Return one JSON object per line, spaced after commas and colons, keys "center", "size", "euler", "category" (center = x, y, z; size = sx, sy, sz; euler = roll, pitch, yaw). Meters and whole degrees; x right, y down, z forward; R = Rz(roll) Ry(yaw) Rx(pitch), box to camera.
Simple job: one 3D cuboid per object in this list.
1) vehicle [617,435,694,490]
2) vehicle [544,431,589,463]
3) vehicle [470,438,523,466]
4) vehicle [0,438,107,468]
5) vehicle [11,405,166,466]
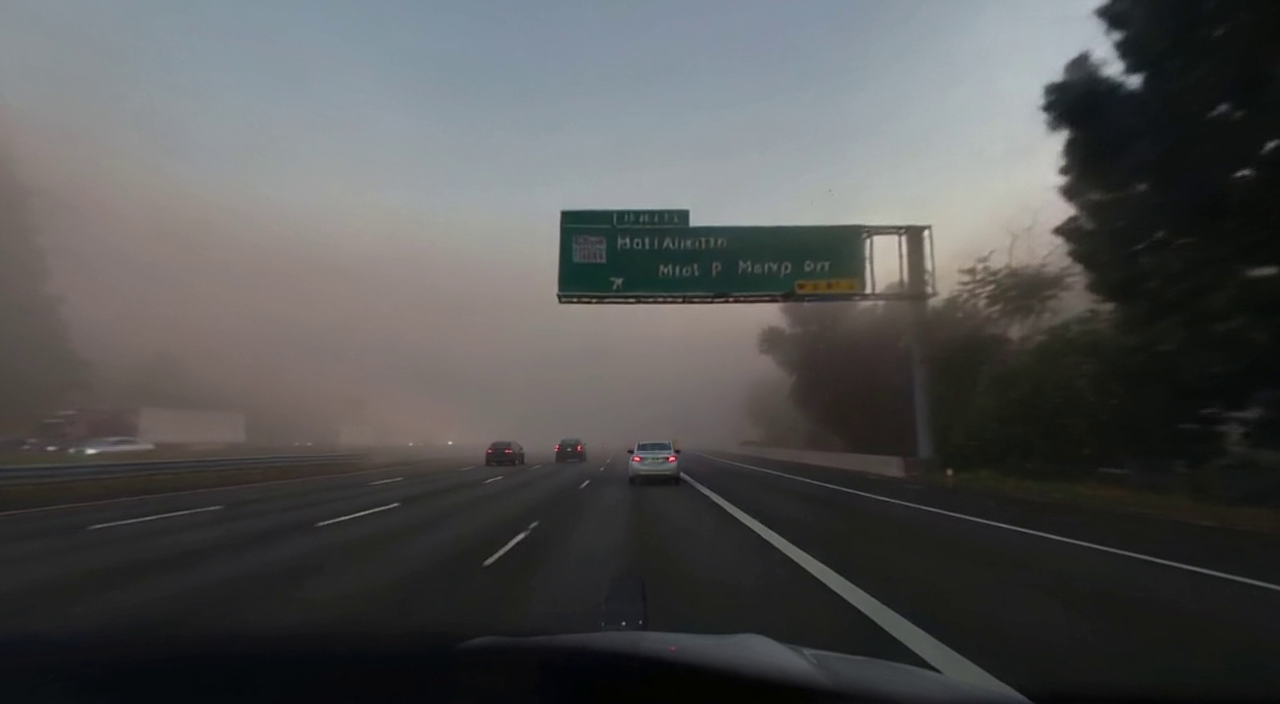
{"center": [0.380, 3.283, 19.169], "size": [2.082, 1.482, 4.126], "euler": [0, -8, -2], "category": "vehicle"}
{"center": [-4.296, 5.678, 37.646], "size": [2.289, 1.777, 4.534], "euler": [0, -8, -2], "category": "vehicle"}
{"center": [-7.975, 5.612, 35.549], "size": [1.974, 1.464, 4.733], "euler": [0, -8, -1], "category": "vehicle"}
{"center": [-32.390, 5.579, 35.036], "size": [1.923, 1.514, 4.299], "euler": [1, -8, -3], "category": "vehicle"}
{"center": [-36.270, 5.613, 42.134], "size": [2.841, 3.656, 8.721], "euler": [1, -8, -4], "category": "vehicle"}
